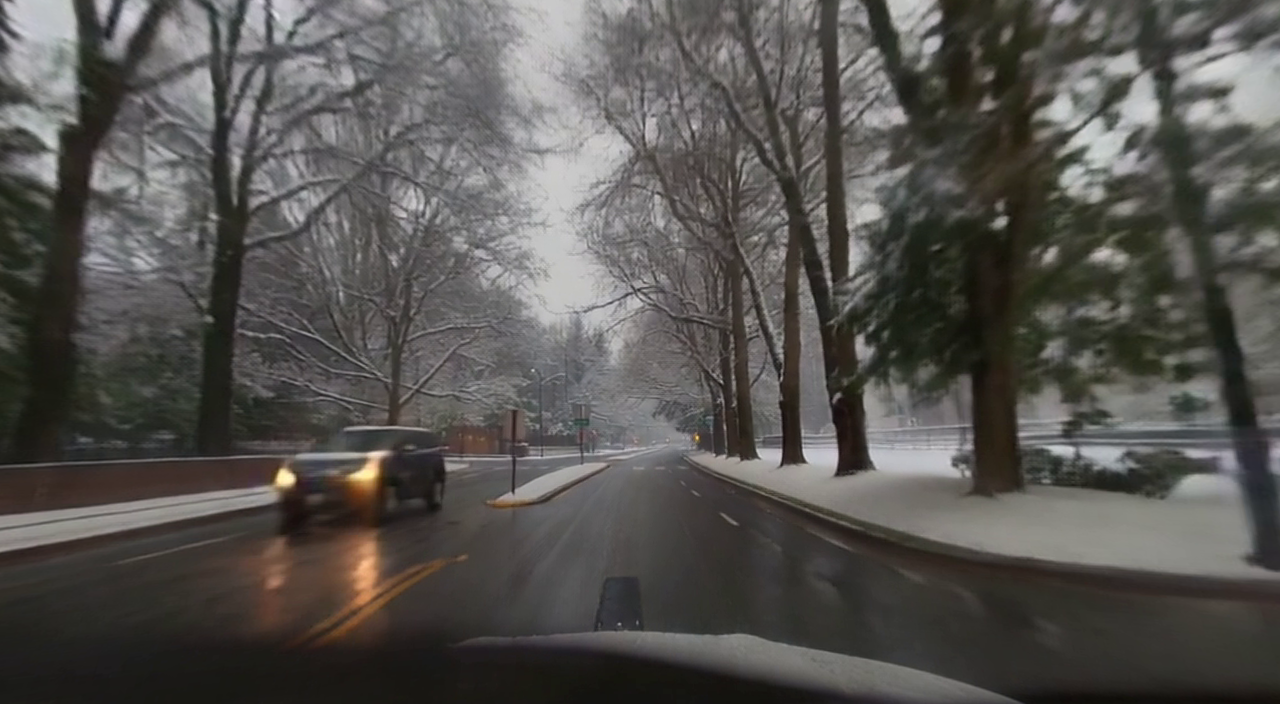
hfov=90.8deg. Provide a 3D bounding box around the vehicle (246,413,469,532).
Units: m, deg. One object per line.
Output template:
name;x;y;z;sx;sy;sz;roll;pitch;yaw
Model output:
vehicle;-5.443;2.413;13.304;2.252;1.936;5.538;0;-8;-1

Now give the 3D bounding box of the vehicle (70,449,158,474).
vehicle;-33.914;7.021;40.862;1.785;1.493;4.343;-1;-8;3

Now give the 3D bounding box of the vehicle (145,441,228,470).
vehicle;-28.725;6.564;40.209;1.977;1.701;4.396;0;-8;1

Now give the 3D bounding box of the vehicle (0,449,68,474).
vehicle;-39.343;7.046;40.489;1.666;1.471;3.630;1;-12;3

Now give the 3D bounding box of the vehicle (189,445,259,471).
vehicle;-26.340;6.711;40.177;1.641;1.505;4.016;-1;-9;2
